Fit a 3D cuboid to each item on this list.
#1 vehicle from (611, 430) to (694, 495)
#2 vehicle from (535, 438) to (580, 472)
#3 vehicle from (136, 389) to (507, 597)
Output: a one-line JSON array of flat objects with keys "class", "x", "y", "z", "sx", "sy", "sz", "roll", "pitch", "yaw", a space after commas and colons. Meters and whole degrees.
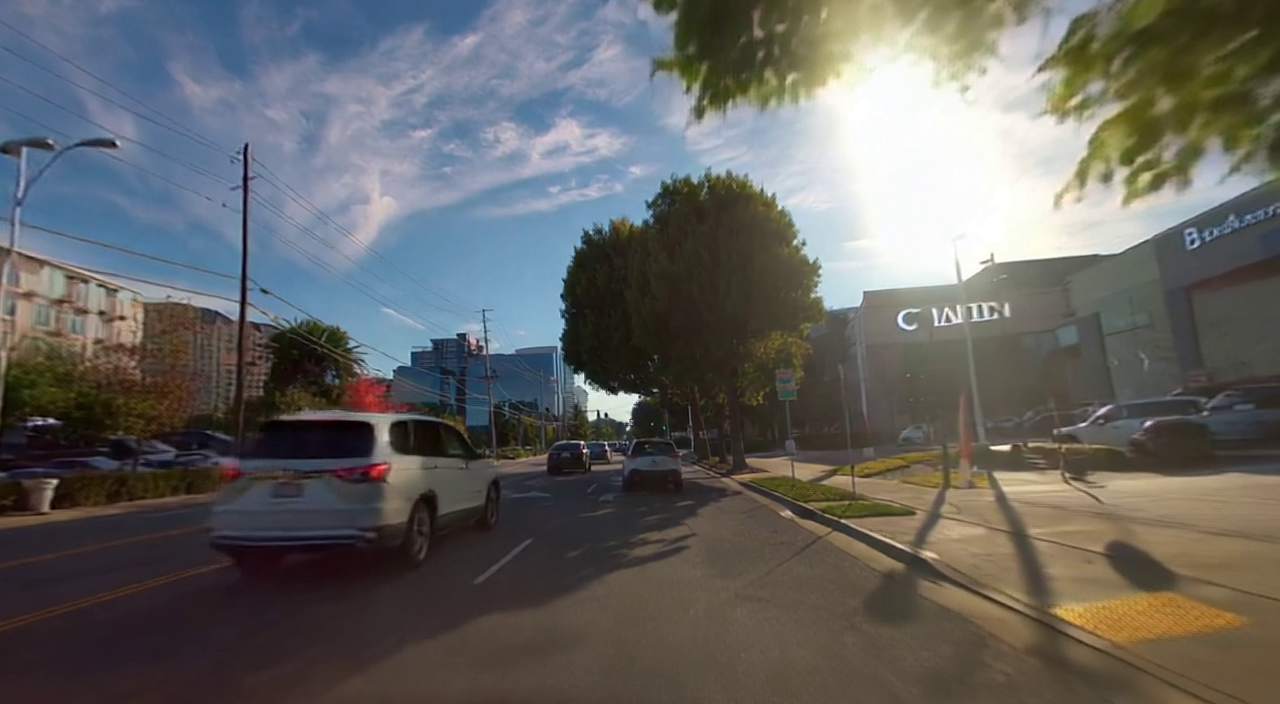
[{"class": "vehicle", "x": 0.311, "y": 3.111, "z": 18.096, "sx": 2.108, "sy": 1.612, "sz": 4.246, "roll": 0, "pitch": -8, "yaw": 0}, {"class": "vehicle", "x": -4.430, "y": 5.613, "z": 34.554, "sx": 1.862, "sy": 1.694, "sz": 4.315, "roll": 0, "pitch": -8, "yaw": 0}, {"class": "vehicle", "x": -3.435, "y": 1.639, "z": 8.340, "sx": 2.064, "sy": 1.859, "sz": 5.154, "roll": 0, "pitch": -8, "yaw": 2}]
